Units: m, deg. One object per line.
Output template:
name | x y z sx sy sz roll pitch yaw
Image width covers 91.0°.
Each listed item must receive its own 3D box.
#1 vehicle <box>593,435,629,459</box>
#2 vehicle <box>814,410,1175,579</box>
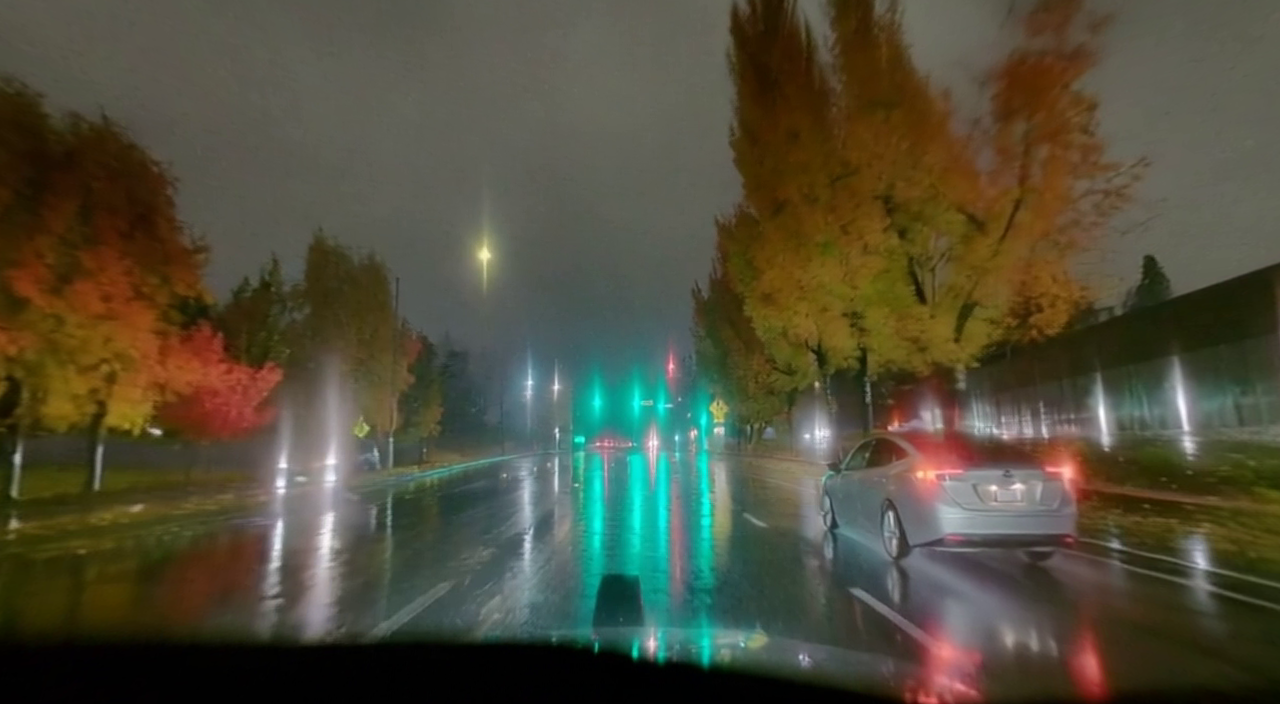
vehicle | -1.969 6.334 41.805 2.055 1.484 4.143 1 -9 -7
vehicle | 3.887 1.648 8.083 2.063 1.542 4.420 0 -9 0
